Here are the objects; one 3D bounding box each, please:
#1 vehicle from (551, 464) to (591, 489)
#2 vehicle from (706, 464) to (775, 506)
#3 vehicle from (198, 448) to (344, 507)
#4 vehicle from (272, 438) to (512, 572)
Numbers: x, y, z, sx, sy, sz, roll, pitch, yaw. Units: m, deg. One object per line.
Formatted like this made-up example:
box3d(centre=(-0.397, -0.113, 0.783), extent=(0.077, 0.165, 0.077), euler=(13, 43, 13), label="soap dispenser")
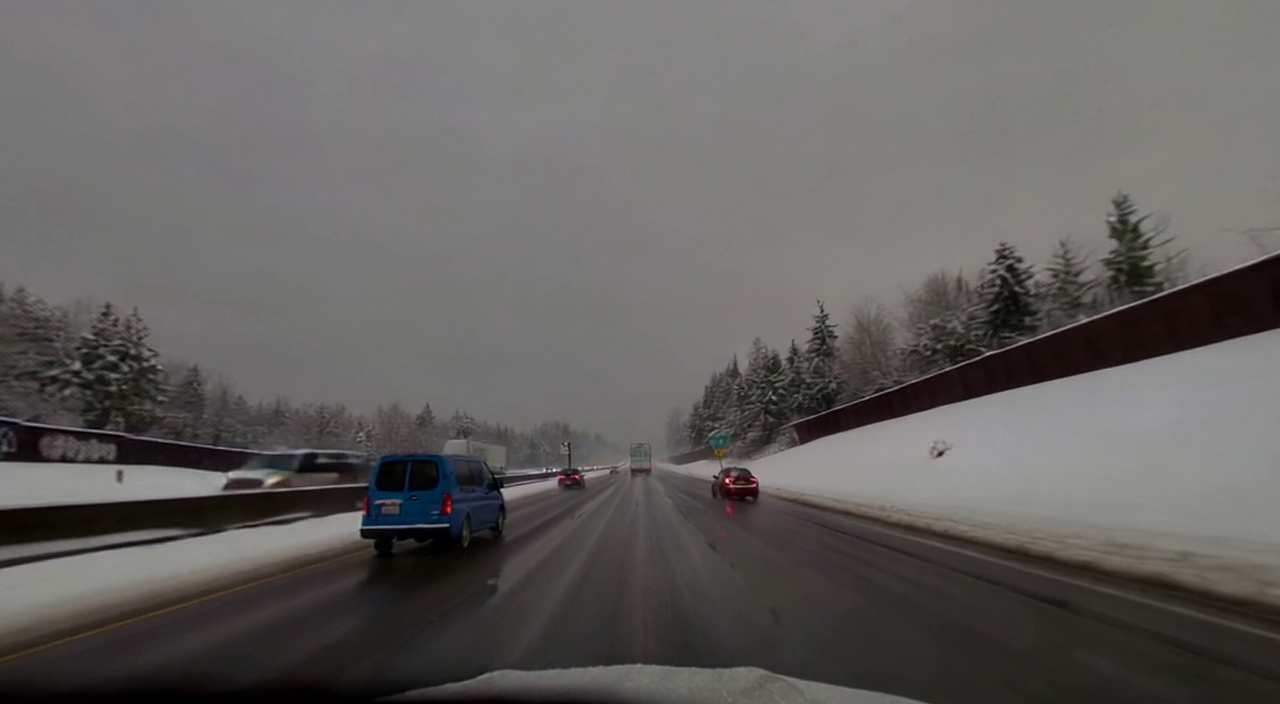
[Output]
box3d(centre=(-4.323, 7.847, 39.817), extent=(2.054, 1.443, 4.131), euler=(1, -10, 0), label="vehicle")
box3d(centre=(3.830, 5.186, 24.794), extent=(1.917, 1.458, 4.199), euler=(1, -10, -1), label="vehicle")
box3d(centre=(-12.928, 4.452, 22.593), extent=(2.125, 1.796, 5.031), euler=(1, -10, 1), label="vehicle")
box3d(centre=(-3.544, 2.314, 10.147), extent=(2.004, 1.610, 4.508), euler=(1, -10, 0), label="vehicle")
